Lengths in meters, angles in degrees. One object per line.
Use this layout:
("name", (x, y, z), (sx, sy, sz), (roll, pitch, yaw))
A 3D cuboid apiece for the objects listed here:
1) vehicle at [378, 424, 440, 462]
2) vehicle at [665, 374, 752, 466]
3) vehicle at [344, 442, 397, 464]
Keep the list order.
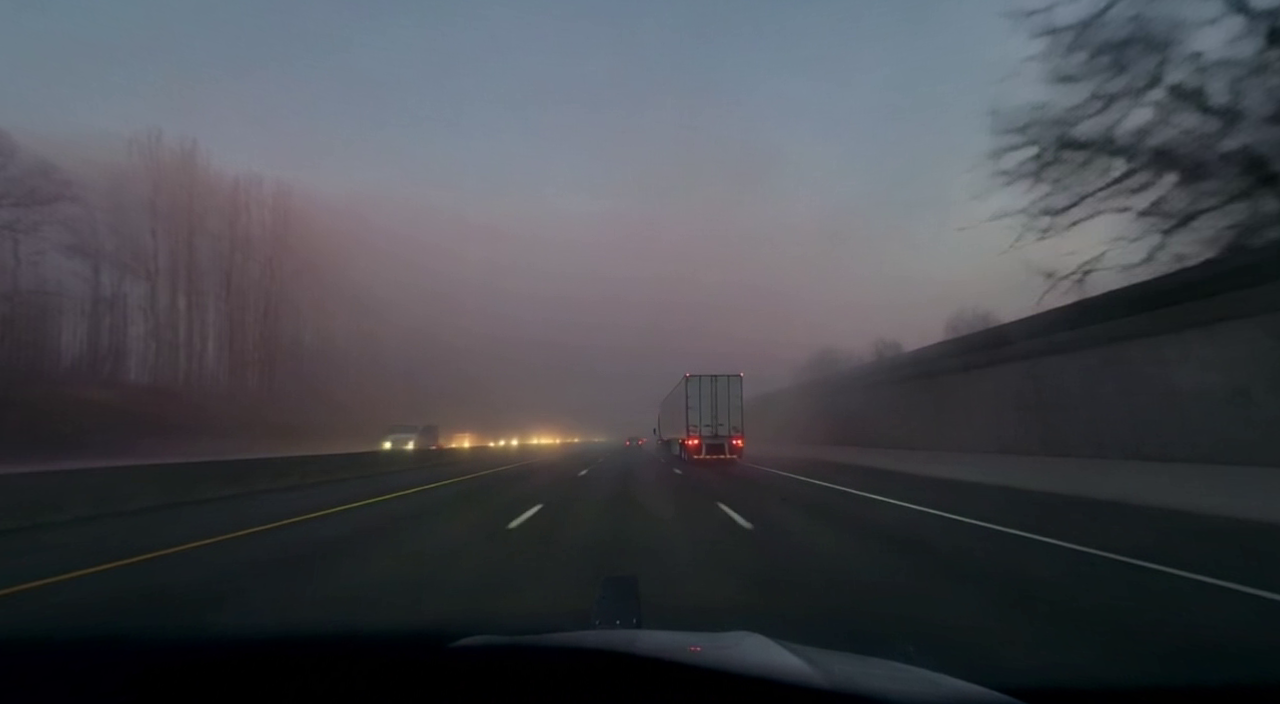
("vehicle", (-16.154, 6.390, 44.289), (2.353, 2.443, 5.476), (0, -8, -1))
("vehicle", (3.417, 4.103, 36.526), (2.979, 4.161, 15.508), (1, -7, -1))
("vehicle", (-19.534, 7.320, 45.712), (1.871, 1.496, 4.388), (0, -8, 0))
